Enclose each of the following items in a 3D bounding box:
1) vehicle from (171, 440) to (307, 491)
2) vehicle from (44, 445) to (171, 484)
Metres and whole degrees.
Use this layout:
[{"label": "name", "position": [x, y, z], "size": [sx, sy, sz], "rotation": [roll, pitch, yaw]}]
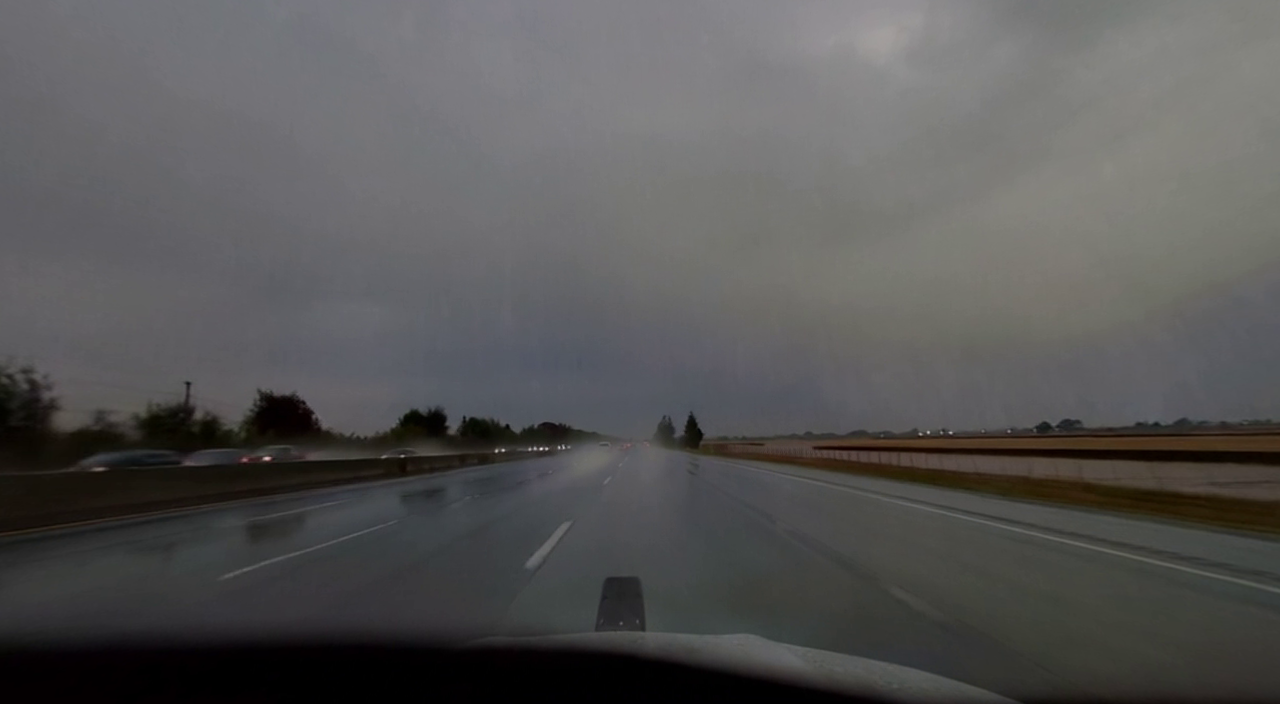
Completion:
[{"label": "vehicle", "position": [-16.452, 4.635, 26.277], "size": [2.103, 1.793, 5.213], "rotation": [-3, -8, 2]}, {"label": "vehicle", "position": [-24.857, 5.253, 29.676], "size": [1.933, 1.674, 4.573], "rotation": [0, -8, 0]}]
